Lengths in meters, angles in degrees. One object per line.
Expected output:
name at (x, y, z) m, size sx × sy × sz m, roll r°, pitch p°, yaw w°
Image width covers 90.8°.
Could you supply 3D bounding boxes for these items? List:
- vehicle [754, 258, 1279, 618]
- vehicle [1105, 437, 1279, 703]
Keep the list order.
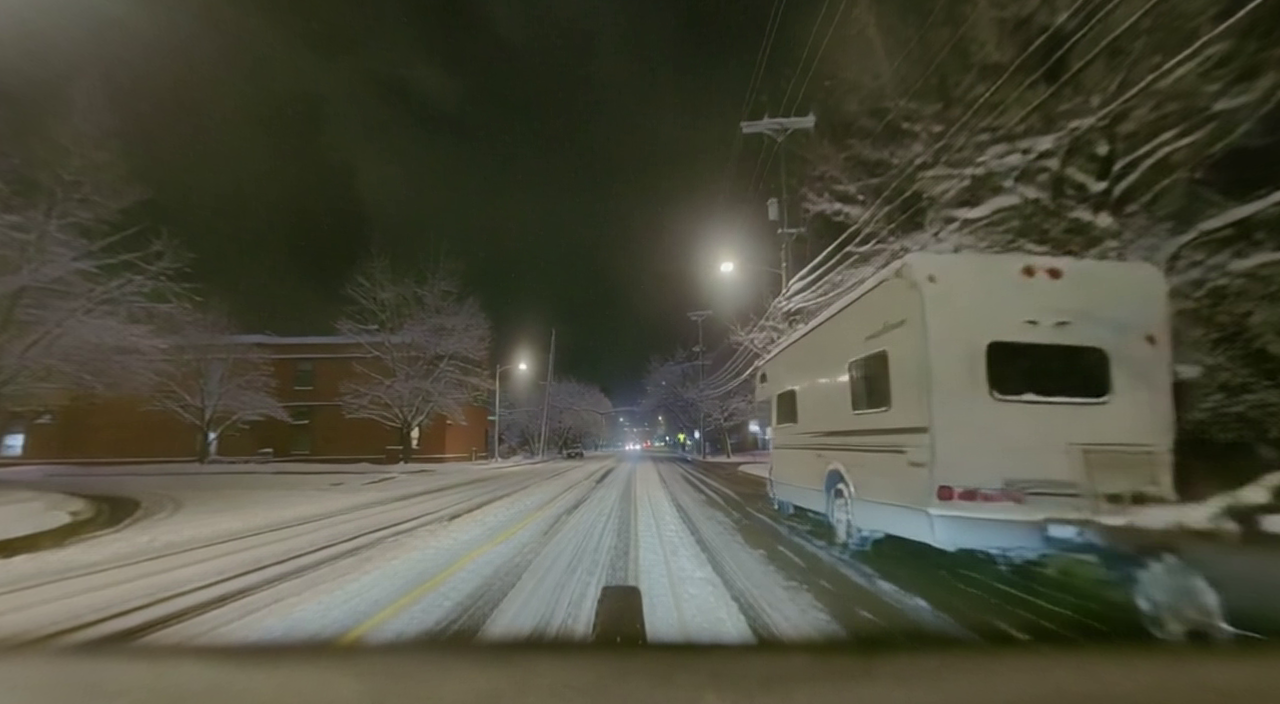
vehicle at (4.254, 1.378, 10.105) m, size 3.110 × 3.241 × 8.788 m, roll 0°, pitch -9°, yaw -1°
vehicle at (4.432, 1.109, 2.770) m, size 1.852 × 1.497 × 3.672 m, roll -2°, pitch -9°, yaw -2°
